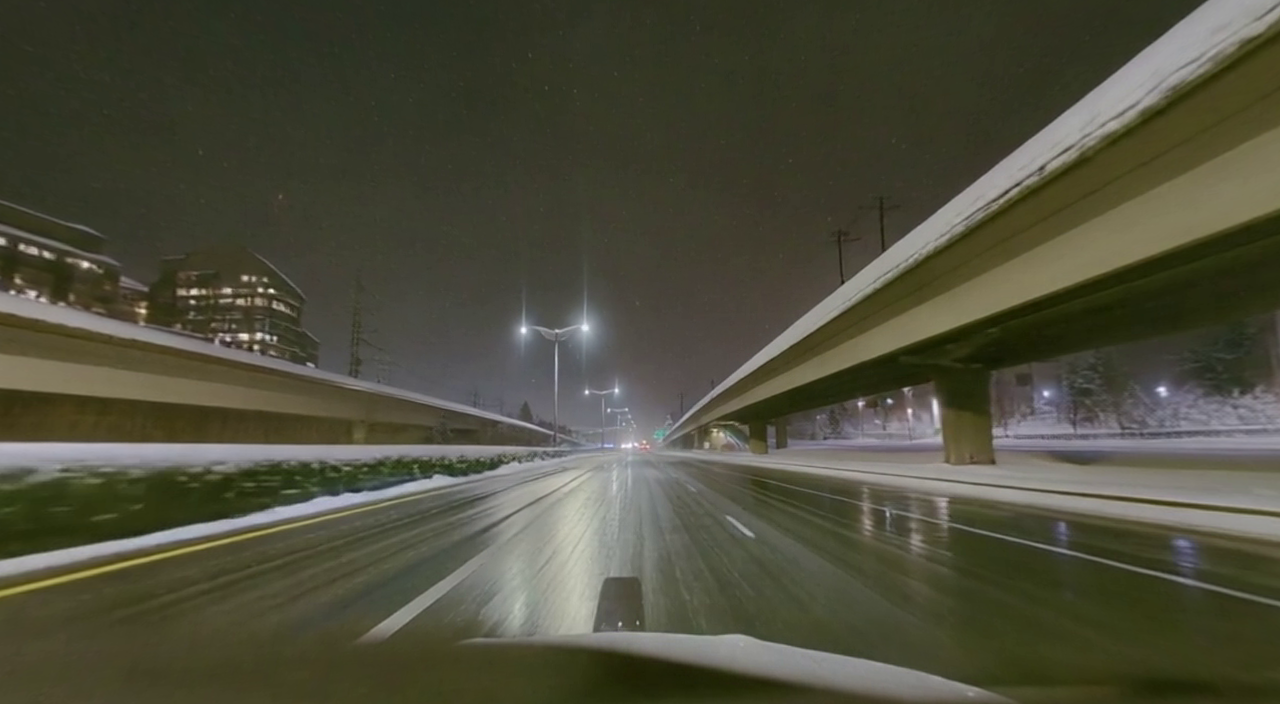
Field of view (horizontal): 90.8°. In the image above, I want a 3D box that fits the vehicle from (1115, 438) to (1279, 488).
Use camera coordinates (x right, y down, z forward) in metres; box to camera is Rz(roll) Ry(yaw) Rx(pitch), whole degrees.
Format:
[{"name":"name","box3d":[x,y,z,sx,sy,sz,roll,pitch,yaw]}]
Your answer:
[{"name":"vehicle","box3d":[18.543,3.613,20.912,2.059,1.457,4.537,0,-8,0]}]
